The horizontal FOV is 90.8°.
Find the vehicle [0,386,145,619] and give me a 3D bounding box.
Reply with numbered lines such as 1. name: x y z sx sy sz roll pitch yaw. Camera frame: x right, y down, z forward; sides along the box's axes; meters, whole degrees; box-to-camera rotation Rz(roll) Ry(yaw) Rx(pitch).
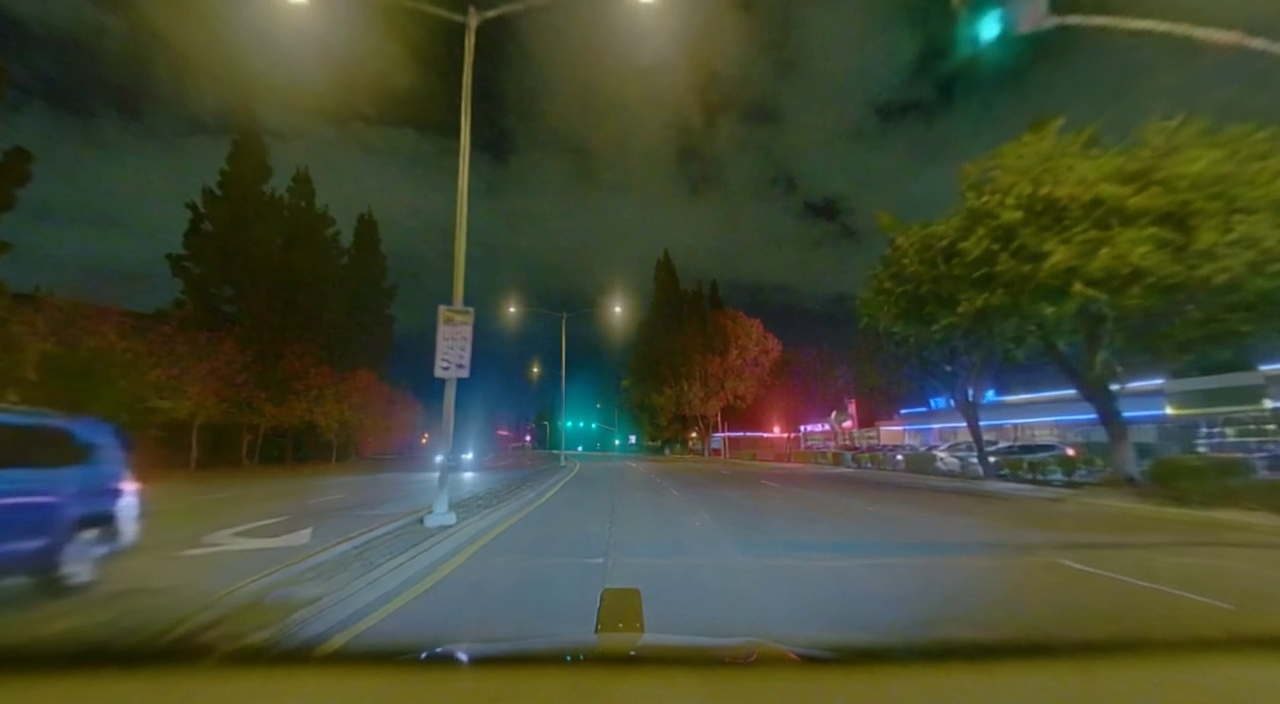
1. vehicle: -5.638 0.999 3.872 2.057 1.709 4.590 1 -9 -10

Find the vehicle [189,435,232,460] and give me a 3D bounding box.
1. vehicle: -33.579 7.480 49.480 2.072 1.840 5.198 4 -10 -27

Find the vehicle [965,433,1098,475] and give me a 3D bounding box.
1. vehicle: 17.217 4.539 27.956 4.481 1.685 2.195 2 -10 -4

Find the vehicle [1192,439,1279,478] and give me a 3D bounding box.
1. vehicle: 30.730 5.223 30.981 5.610 1.800 2.254 2 -9 -8

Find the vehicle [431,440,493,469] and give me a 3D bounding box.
1. vehicle: -9.772 5.631 35.003 2.094 1.485 4.446 0 -9 1
